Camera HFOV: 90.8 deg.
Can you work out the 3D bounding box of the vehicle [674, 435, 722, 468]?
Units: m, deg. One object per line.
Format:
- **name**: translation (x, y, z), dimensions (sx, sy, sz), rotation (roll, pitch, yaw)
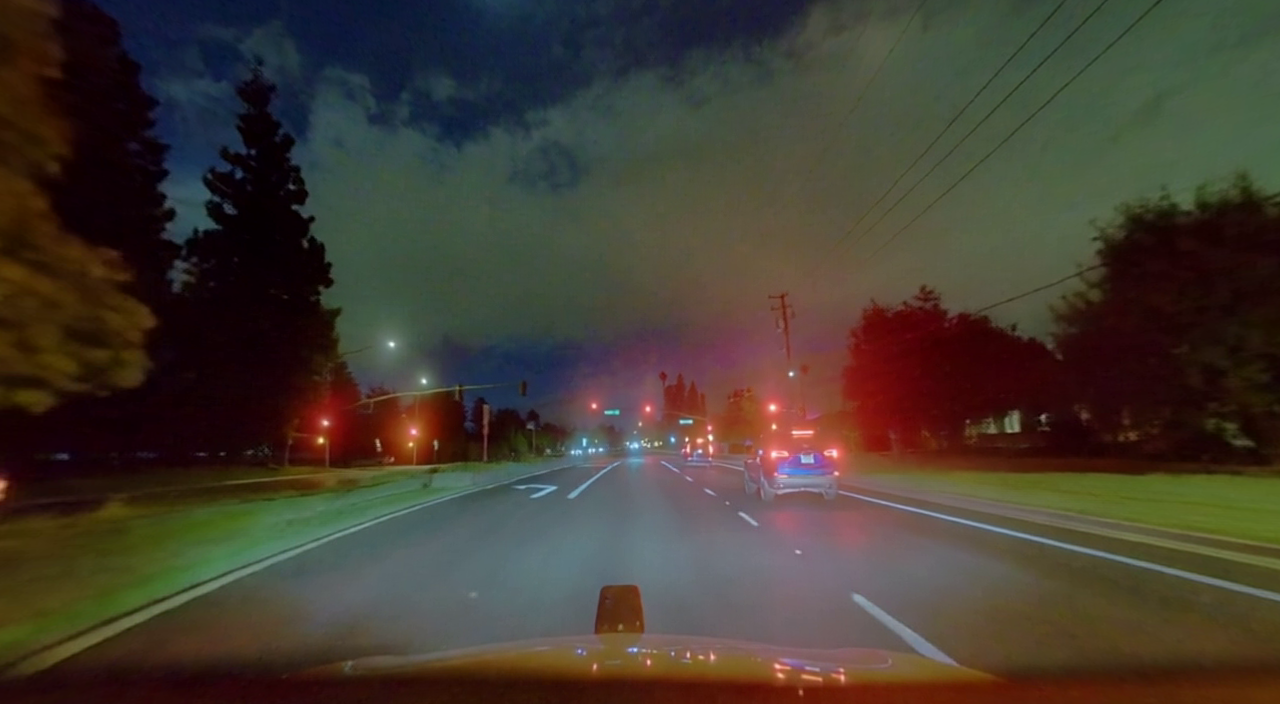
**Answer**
- **vehicle**: translation (3.344, 5.901, 37.520), dimensions (2.229, 1.795, 4.927), rotation (0, -9, -2)
